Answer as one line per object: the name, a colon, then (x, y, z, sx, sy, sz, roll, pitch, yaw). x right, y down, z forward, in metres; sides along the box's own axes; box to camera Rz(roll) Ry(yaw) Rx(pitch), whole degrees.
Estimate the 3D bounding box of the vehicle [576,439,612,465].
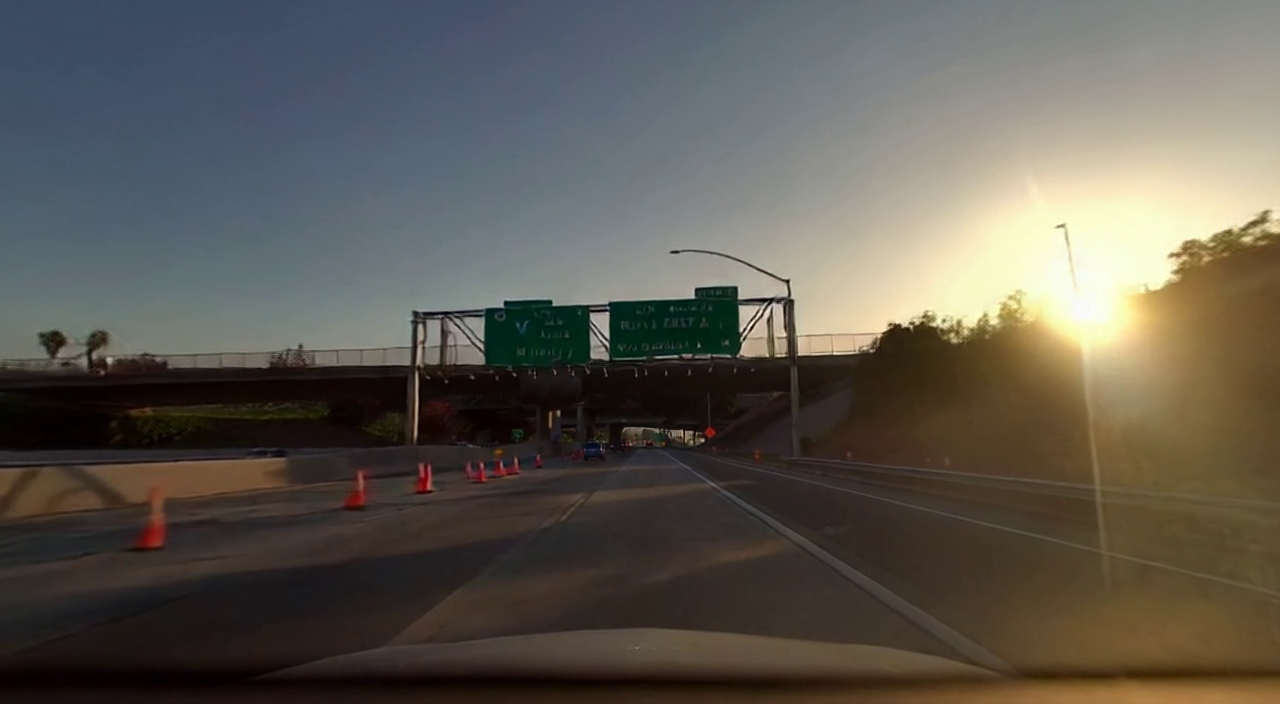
vehicle: (-3.062, 6.774, 42.750, 2.078, 1.629, 4.059, 0, -8, 1)
